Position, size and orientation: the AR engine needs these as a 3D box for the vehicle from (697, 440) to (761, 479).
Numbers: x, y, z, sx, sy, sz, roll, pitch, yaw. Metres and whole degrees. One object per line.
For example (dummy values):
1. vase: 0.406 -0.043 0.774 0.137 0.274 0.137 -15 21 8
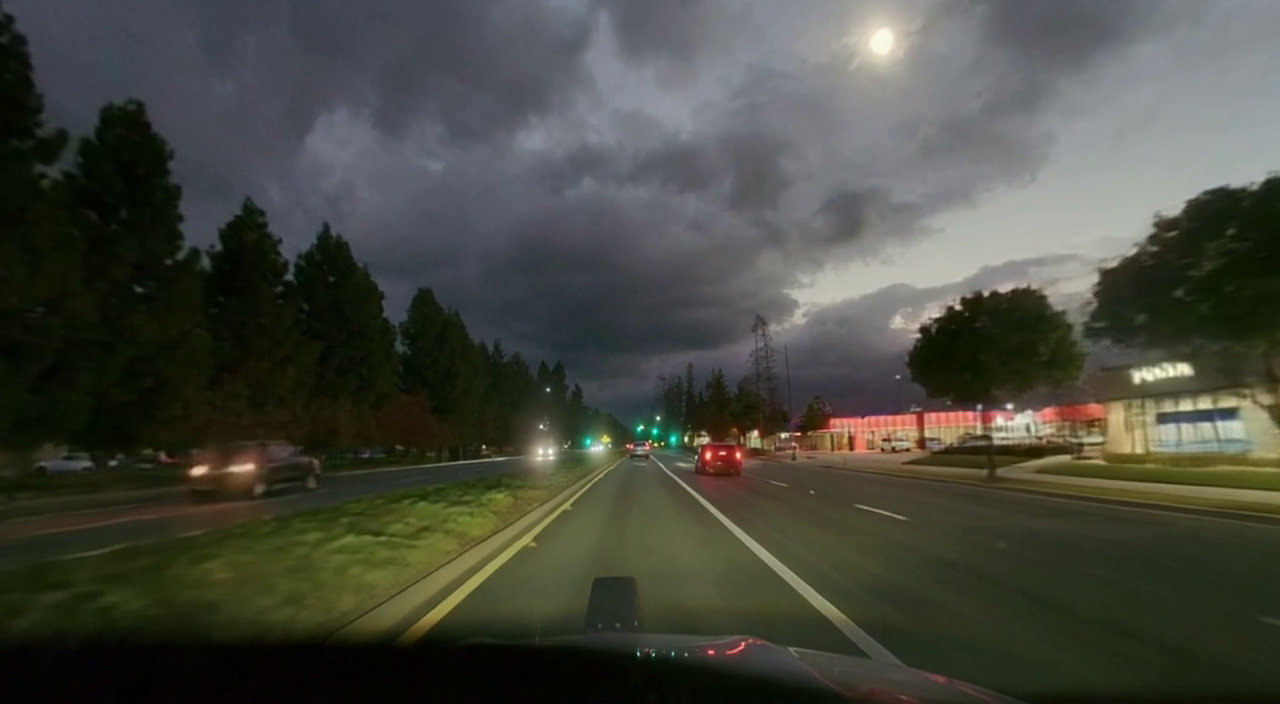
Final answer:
1. vehicle: 3.639 4.486 26.613 1.983 1.482 4.463 0 -9 -1

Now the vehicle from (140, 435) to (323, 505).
1. vehicle: -11.784 3.416 18.783 2.116 1.789 4.889 0 -9 0
